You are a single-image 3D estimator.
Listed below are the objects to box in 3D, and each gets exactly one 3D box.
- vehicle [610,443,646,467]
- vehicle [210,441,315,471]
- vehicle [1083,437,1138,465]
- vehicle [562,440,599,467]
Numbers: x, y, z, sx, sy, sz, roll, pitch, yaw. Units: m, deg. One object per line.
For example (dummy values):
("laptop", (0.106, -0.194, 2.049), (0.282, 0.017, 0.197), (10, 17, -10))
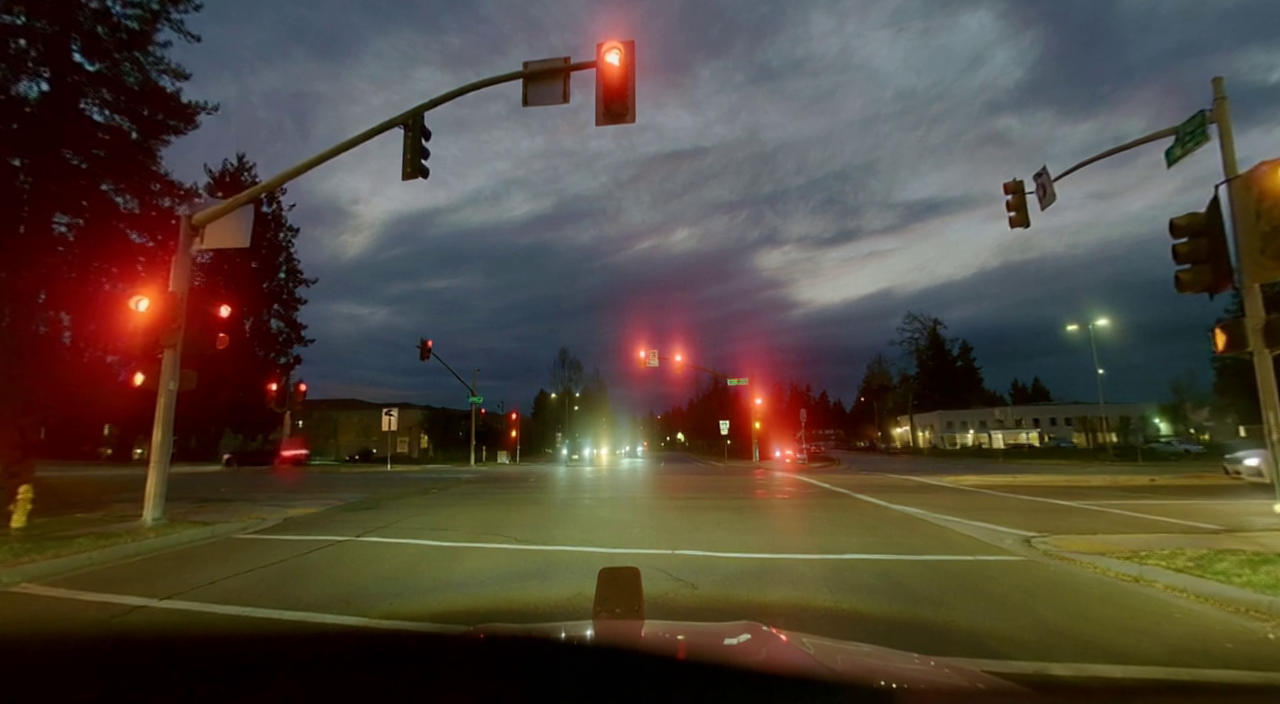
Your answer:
("vehicle", (-0.873, 6.851, 42.135), (2.056, 1.492, 3.937), (1, -9, -6))
("vehicle", (-19.826, 5.479, 33.247), (4.588, 1.484, 2.000), (-3, -9, 14))
("vehicle", (26.961, 5.655, 36.145), (2.092, 1.474, 4.046), (-8, -11, 41))
("vehicle", (-4.116, 7.103, 44.267), (2.251, 1.756, 4.610), (0, -9, -2))
